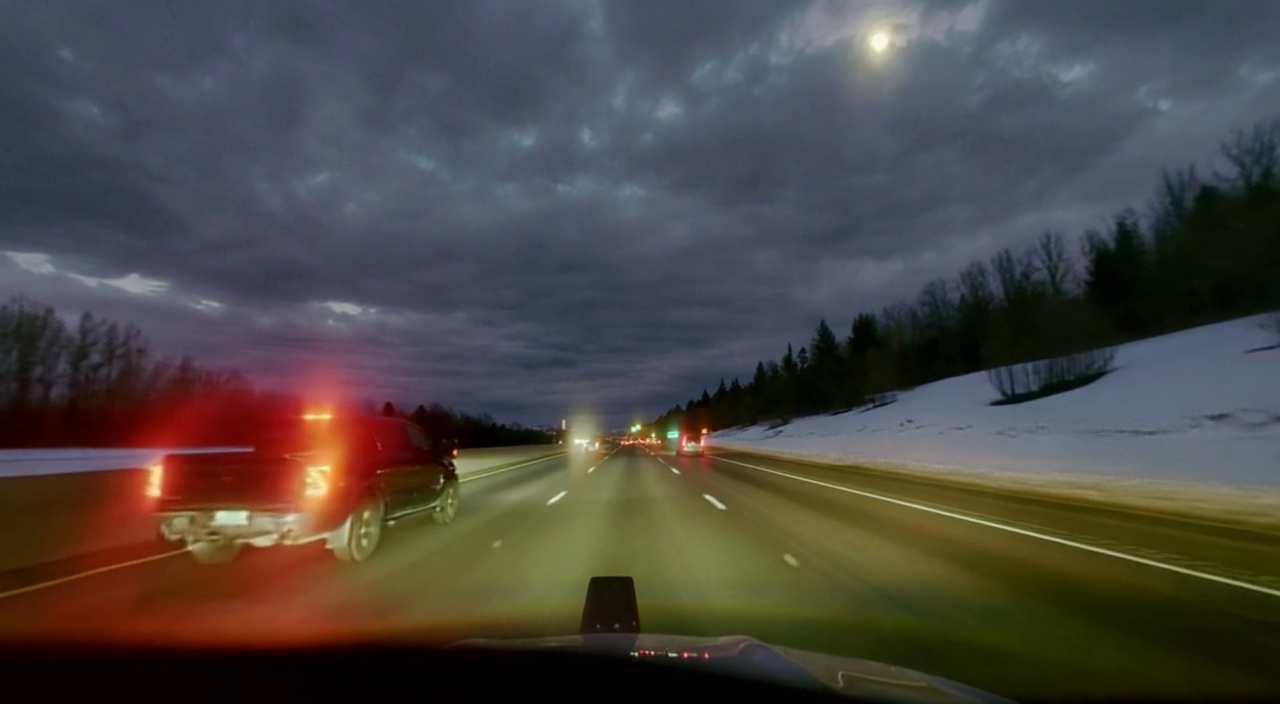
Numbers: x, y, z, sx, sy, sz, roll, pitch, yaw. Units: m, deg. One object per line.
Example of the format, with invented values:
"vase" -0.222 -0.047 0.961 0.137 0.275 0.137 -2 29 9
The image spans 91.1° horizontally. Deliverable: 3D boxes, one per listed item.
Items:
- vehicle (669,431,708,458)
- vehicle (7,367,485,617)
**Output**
"vehicle" 3.168 6.171 41.971 2.124 1.696 4.173 0 -8 -2
"vehicle" -3.377 1.304 6.858 2.185 1.772 4.656 0 -8 0
